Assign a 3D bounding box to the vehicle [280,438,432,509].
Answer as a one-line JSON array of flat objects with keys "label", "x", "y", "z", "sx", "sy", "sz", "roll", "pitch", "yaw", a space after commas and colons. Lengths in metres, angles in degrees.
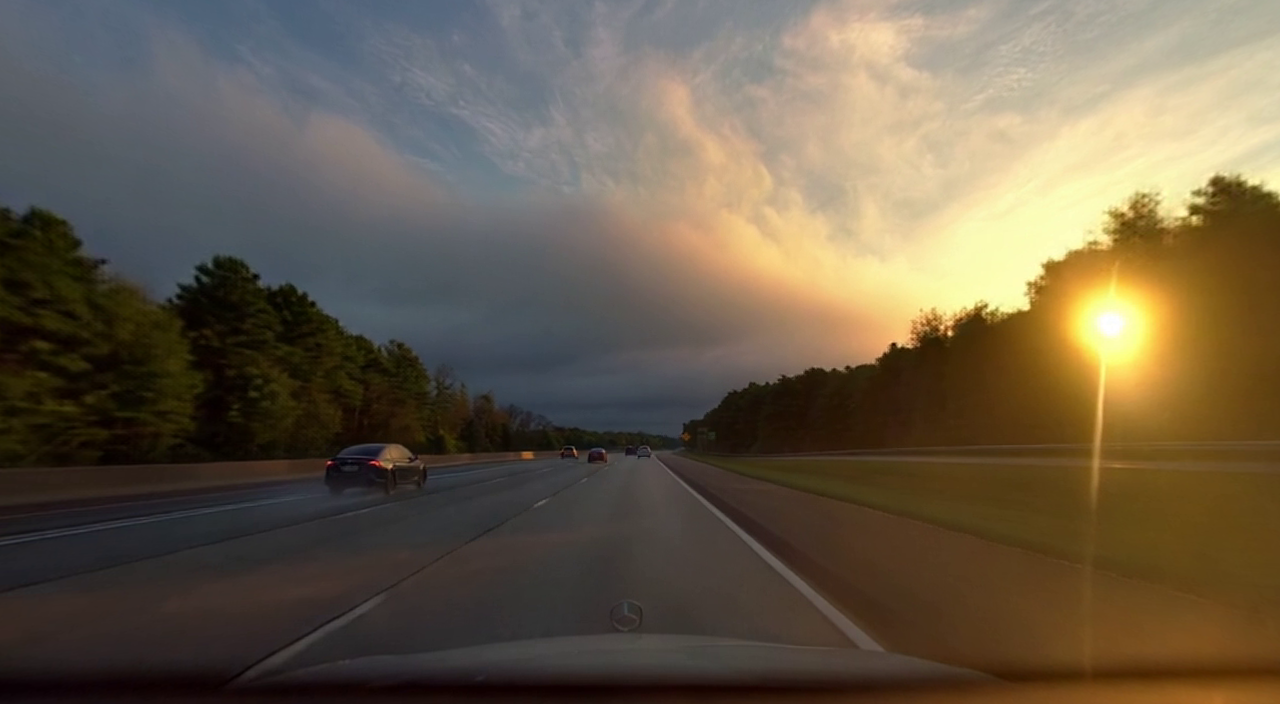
[{"label": "vehicle", "x": -7.223, "y": 3.110, "z": 16.593, "sx": 2.007, "sy": 1.616, "sz": 4.141, "roll": 0, "pitch": -9, "yaw": 1}]
